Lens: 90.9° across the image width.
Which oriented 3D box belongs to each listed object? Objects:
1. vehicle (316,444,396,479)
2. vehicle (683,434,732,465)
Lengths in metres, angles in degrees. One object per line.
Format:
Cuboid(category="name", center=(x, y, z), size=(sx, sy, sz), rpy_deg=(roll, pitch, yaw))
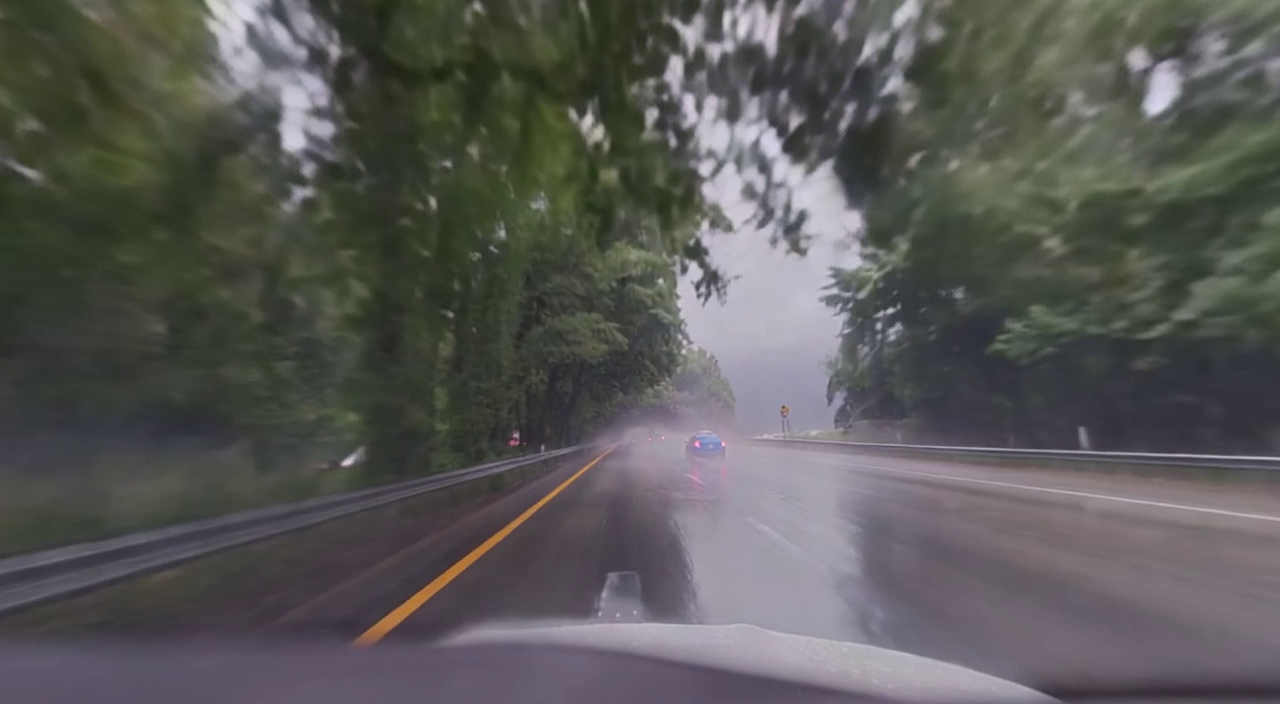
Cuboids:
Cuboid(category="vehicle", center=(-13.324, 5.115, 29.870), size=(1.844, 1.473, 4.408), rpy_deg=(0, -8, -1))
Cuboid(category="vehicle", center=(3.428, 5.031, 32.844), size=(2.017, 1.502, 4.369), rpy_deg=(0, -8, -1))
